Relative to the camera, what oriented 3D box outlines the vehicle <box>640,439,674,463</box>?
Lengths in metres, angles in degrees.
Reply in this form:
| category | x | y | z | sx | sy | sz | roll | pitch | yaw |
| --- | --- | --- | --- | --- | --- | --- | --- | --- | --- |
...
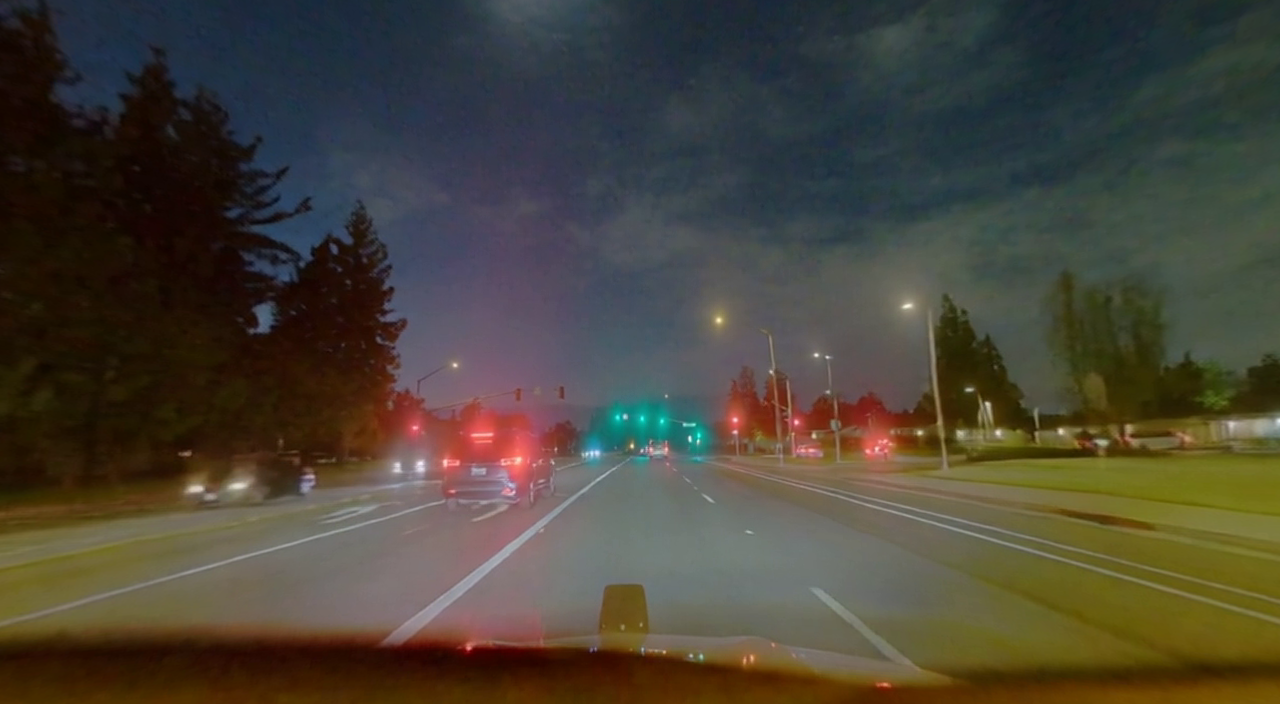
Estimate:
| category | x | y | z | sx | sy | sz | roll | pitch | yaw |
| --- | --- | --- | --- | --- | --- | --- | --- | --- | --- |
| vehicle | 1.265 | 7.661 | 48.910 | 2.437 | 1.737 | 4.420 | 0 | -8 | -2 |

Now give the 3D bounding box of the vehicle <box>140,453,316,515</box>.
| category | x | y | z | sx | sy | sz | roll | pitch | yaw |
| --- | --- | --- | --- | --- | --- | --- | --- | --- | --- |
| vehicle | -11.770 | 3.768 | 18.529 | 1.915 | 1.493 | 4.782 | -1 | -8 | 1 |

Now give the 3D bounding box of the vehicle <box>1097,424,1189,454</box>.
| category | x | y | z | sx | sy | sz | roll | pitch | yaw |
| --- | --- | --- | --- | --- | --- | --- | --- | --- | --- |
| vehicle | 33.095 | 5.722 | 41.685 | 2.003 | 1.734 | 4.821 | -3 | -7 | 0 |

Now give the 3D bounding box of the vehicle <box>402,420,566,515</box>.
| category | x | y | z | sx | sy | sz | roll | pitch | yaw |
| --- | --- | --- | --- | --- | --- | --- | --- | --- | --- |
| vehicle | -3.358 | 2.656 | 15.042 | 2.459 | 1.825 | 5.380 | -1 | -8 | 1 |
